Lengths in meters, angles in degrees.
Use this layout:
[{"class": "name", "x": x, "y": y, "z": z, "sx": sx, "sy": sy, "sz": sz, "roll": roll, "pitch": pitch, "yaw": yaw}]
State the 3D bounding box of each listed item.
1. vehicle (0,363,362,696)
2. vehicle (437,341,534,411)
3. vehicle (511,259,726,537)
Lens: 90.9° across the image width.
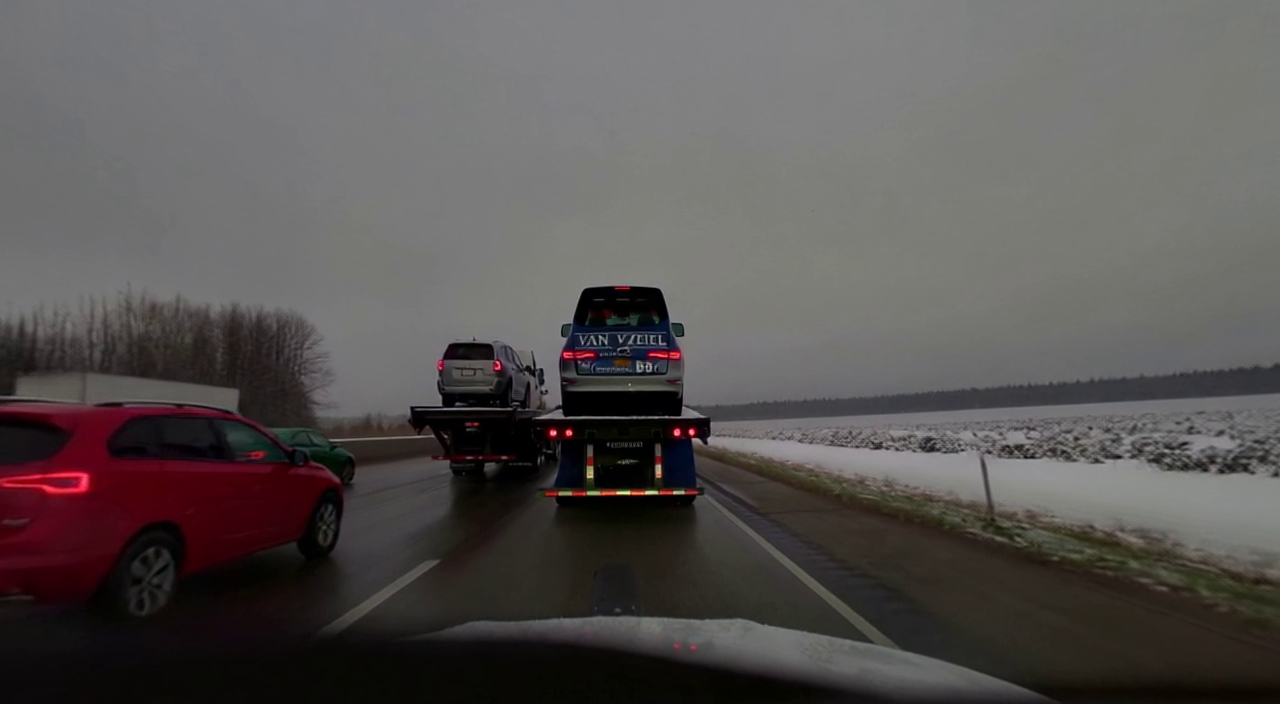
[{"class": "vehicle", "x": -4.237, "y": 1.168, "z": 5.289, "sx": 1.914, "sy": 1.675, "sz": 4.331, "roll": 0, "pitch": -7, "yaw": -2}, {"class": "vehicle", "x": -4.732, "y": 0.876, "z": 20.061, "sx": 2.118, "sy": 1.799, "sz": 4.591, "roll": 0, "pitch": -7, "yaw": -3}, {"class": "vehicle", "x": -0.428, "y": 1.150, "z": 12.863, "sx": 2.738, "sy": 3.628, "sz": 9.223, "roll": 0, "pitch": -7, "yaw": -2}]
